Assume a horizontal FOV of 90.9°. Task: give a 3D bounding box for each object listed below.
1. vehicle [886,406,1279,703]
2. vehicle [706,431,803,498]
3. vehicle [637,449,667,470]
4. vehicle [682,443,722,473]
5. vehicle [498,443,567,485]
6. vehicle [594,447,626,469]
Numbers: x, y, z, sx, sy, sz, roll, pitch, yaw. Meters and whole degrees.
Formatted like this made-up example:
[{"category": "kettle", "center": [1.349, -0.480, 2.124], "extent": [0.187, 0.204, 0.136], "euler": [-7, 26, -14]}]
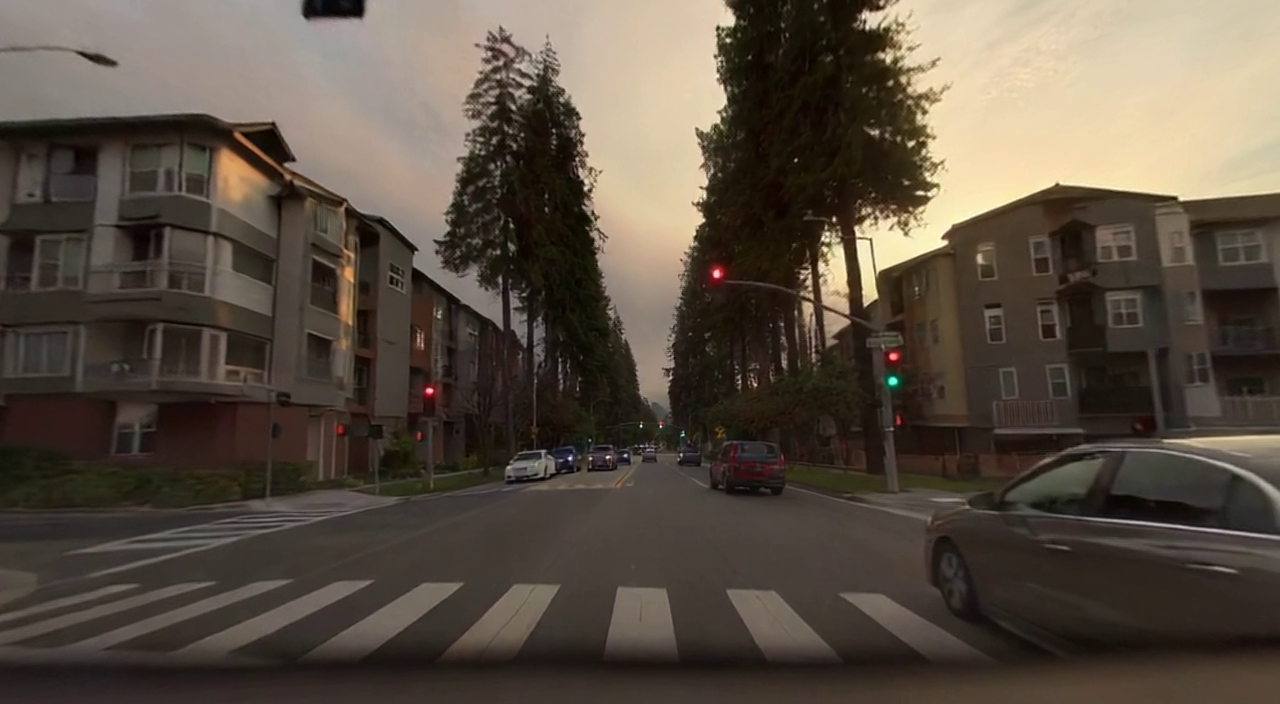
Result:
[{"category": "vehicle", "center": [3.207, 1.082, 3.088], "extent": [2.078, 1.488, 4.741], "euler": [0, -9, 0]}, {"category": "vehicle", "center": [3.479, 3.531, 20.124], "extent": [2.199, 1.872, 4.513], "euler": [0, -9, 0]}, {"category": "vehicle", "center": [0.832, 7.775, 45.790], "extent": [2.097, 1.463, 4.043], "euler": [0, -9, -1]}, {"category": "vehicle", "center": [4.025, 6.961, 41.671], "extent": [2.102, 1.818, 4.508], "euler": [0, -9, 0]}, {"category": "vehicle", "center": [-5.316, 5.632, 32.120], "extent": [2.350, 1.929, 5.772], "euler": [0, -9, 1]}, {"category": "vehicle", "center": [-2.267, 8.238, 49.109], "extent": [2.148, 1.651, 4.543], "euler": [0, -9, 1]}]
